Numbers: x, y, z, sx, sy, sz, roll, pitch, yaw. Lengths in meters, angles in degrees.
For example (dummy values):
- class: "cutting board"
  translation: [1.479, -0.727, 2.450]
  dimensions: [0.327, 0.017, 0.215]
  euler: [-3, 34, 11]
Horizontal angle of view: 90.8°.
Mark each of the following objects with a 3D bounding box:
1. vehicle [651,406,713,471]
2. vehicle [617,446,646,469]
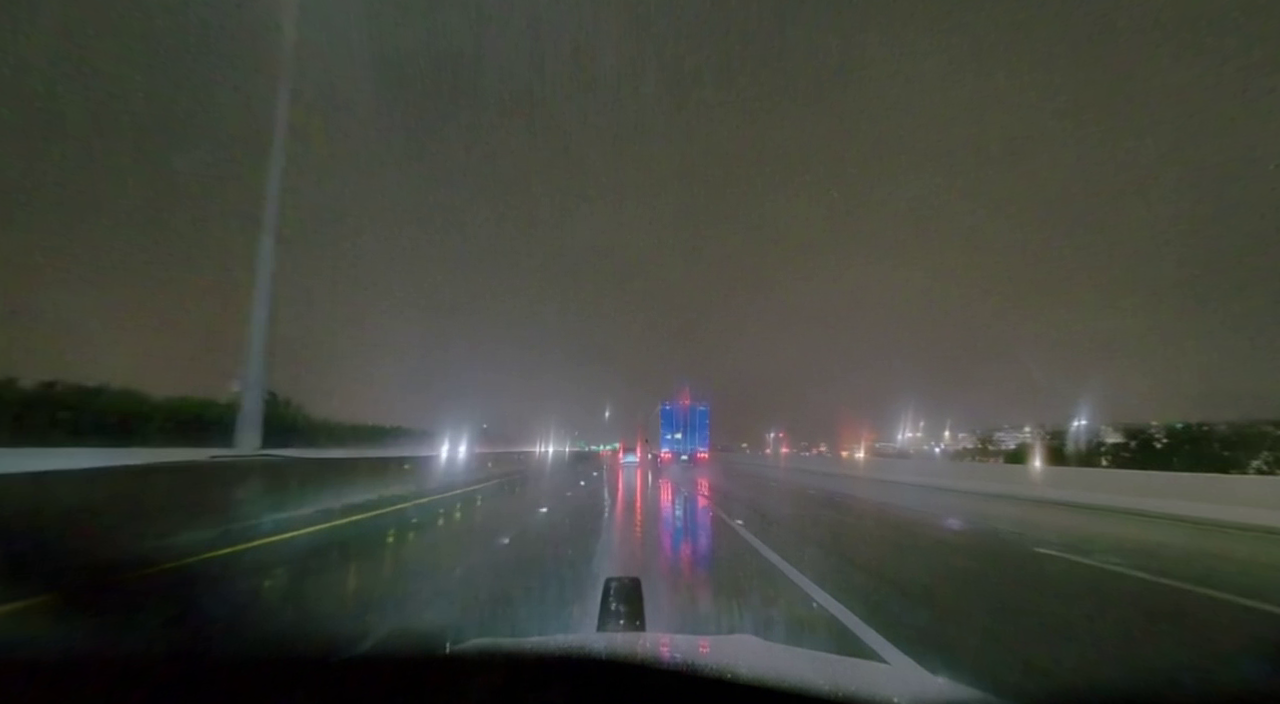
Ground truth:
- class: "vehicle"
  translation: [2.853, 6.914, 49.452]
  dimensions: [3.462, 4.177, 16.311]
  euler: [0, -9, -1]
- class: "vehicle"
  translation: [-0.574, 7.129, 42.714]
  dimensions: [1.898, 1.438, 4.053]
  euler: [0, -9, -1]
